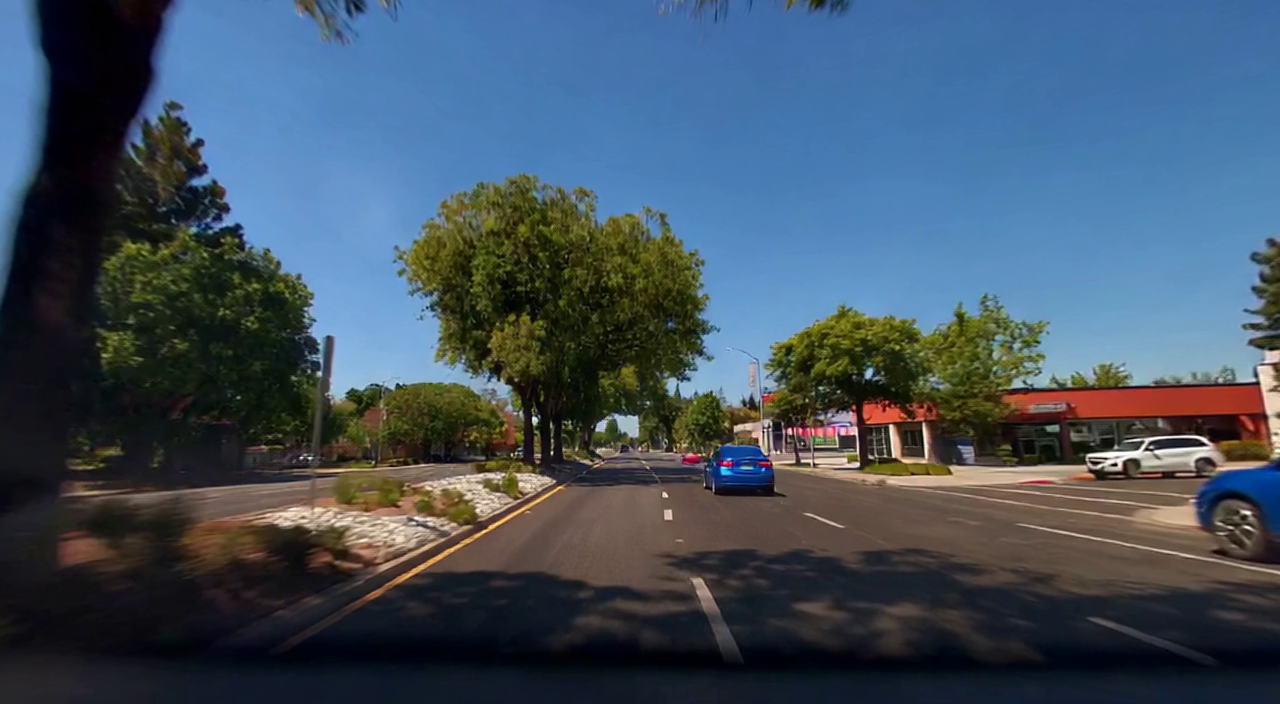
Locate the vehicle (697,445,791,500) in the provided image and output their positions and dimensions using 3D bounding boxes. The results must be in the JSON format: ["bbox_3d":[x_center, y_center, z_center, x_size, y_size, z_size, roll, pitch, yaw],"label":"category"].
[{"bbox_3d":[2.900,3.467,18.678,1.929,1.411,4.284,0,-9,-2],"label":"vehicle"}]

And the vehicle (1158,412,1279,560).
[{"bbox_3d":[9.738,1.578,7.094,2.651,1.914,5.992,0,-9,-1],"label":"vehicle"}]
